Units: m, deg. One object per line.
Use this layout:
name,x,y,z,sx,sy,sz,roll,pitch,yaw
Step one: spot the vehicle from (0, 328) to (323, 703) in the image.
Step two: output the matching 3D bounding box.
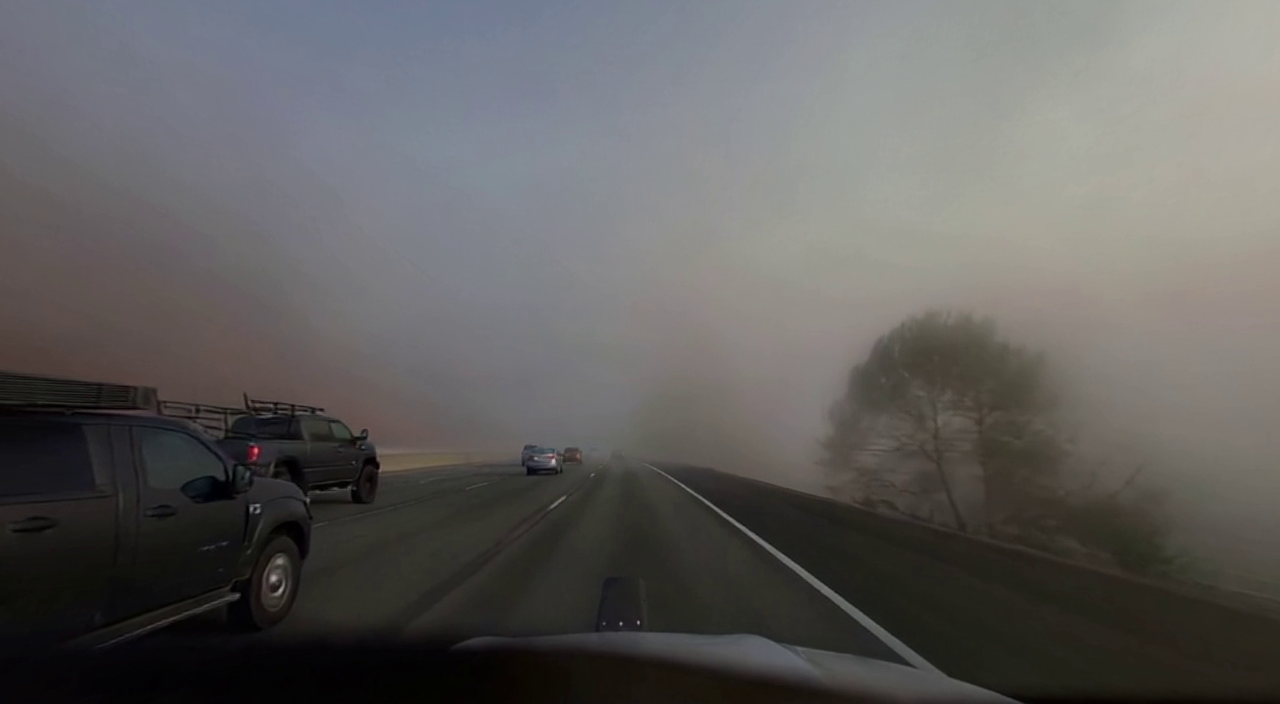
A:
vehicle,-3.822,0.820,2.725,2.200,1.807,5.041,0,-9,1

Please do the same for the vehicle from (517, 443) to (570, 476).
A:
vehicle,-4.751,5.370,31.687,2.012,1.509,4.359,0,-9,-1
